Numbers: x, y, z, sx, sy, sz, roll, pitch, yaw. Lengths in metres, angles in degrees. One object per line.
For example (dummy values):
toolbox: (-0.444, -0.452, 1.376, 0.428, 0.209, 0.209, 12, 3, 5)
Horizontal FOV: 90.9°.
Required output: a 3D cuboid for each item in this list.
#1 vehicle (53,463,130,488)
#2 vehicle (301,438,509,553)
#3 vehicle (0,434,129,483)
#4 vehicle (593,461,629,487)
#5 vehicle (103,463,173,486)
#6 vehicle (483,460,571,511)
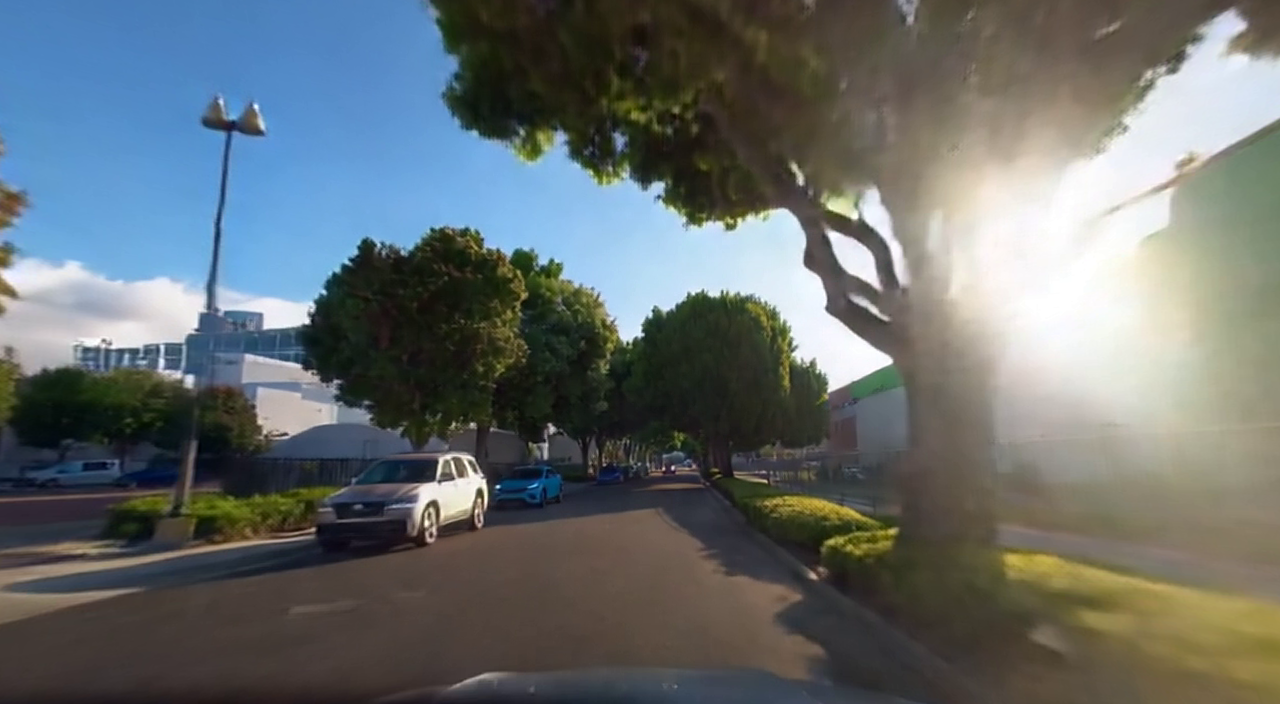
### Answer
vehicle: (-34.713, 7.819, 39.990, 1.576, 1.410, 3.430, 1, -10, 3)
vehicle: (-4.219, 2.677, 12.350, 2.022, 1.776, 4.625, -2, -10, 4)
vehicle: (-39.258, 7.346, 43.256, 2.519, 3.043, 6.151, 0, -10, 5)
vehicle: (-1.915, 8.240, 42.642, 2.011, 1.596, 3.760, -1, -10, 3)
vehicle: (-31.719, 7.747, 39.908, 1.590, 1.392, 3.279, 0, -11, 2)
vehicle: (-3.707, 4.472, 21.471, 1.903, 1.542, 4.115, -2, -10, 5)
